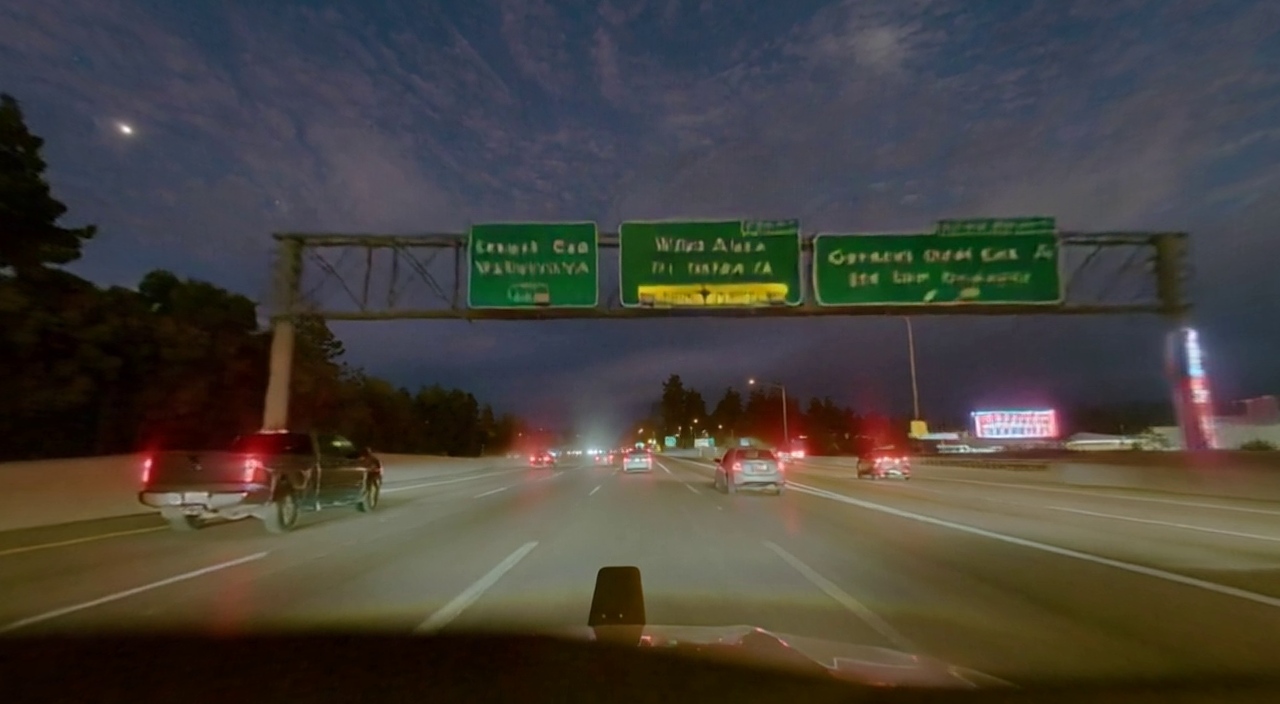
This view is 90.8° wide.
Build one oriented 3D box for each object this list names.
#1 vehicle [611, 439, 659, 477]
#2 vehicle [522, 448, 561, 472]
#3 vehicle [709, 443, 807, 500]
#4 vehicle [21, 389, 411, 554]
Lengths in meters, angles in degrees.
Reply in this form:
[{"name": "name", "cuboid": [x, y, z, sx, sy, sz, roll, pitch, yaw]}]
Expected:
[{"name": "vehicle", "cuboid": [-0.233, 5.453, 32.637, 2.323, 1.805, 4.729, 0, -9, 0]}, {"name": "vehicle", "cuboid": [-6.614, 7.266, 42.650, 1.920, 1.482, 4.385, 0, -9, 0]}, {"name": "vehicle", "cuboid": [3.328, 3.466, 18.768, 2.011, 1.462, 4.286, 0, -9, -1]}, {"name": "vehicle", "cuboid": [-6.335, 1.938, 10.890, 2.444, 2.012, 6.122, 0, -9, 0]}]
